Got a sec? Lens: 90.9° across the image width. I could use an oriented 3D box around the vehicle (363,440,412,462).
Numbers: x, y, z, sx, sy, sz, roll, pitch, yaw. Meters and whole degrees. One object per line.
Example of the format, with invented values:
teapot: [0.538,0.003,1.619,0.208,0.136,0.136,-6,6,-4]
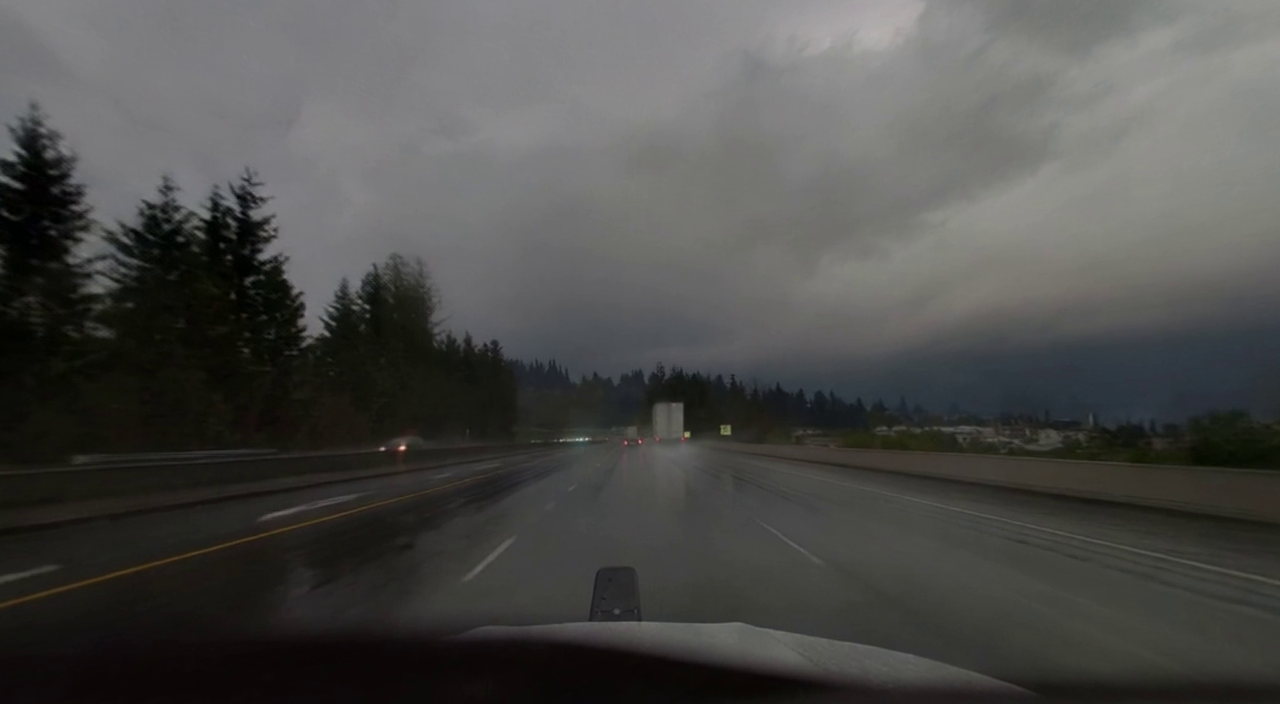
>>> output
vehicle: [-17.248,6.758,43.263,1.719,1.428,3.944,0,-8,-1]
